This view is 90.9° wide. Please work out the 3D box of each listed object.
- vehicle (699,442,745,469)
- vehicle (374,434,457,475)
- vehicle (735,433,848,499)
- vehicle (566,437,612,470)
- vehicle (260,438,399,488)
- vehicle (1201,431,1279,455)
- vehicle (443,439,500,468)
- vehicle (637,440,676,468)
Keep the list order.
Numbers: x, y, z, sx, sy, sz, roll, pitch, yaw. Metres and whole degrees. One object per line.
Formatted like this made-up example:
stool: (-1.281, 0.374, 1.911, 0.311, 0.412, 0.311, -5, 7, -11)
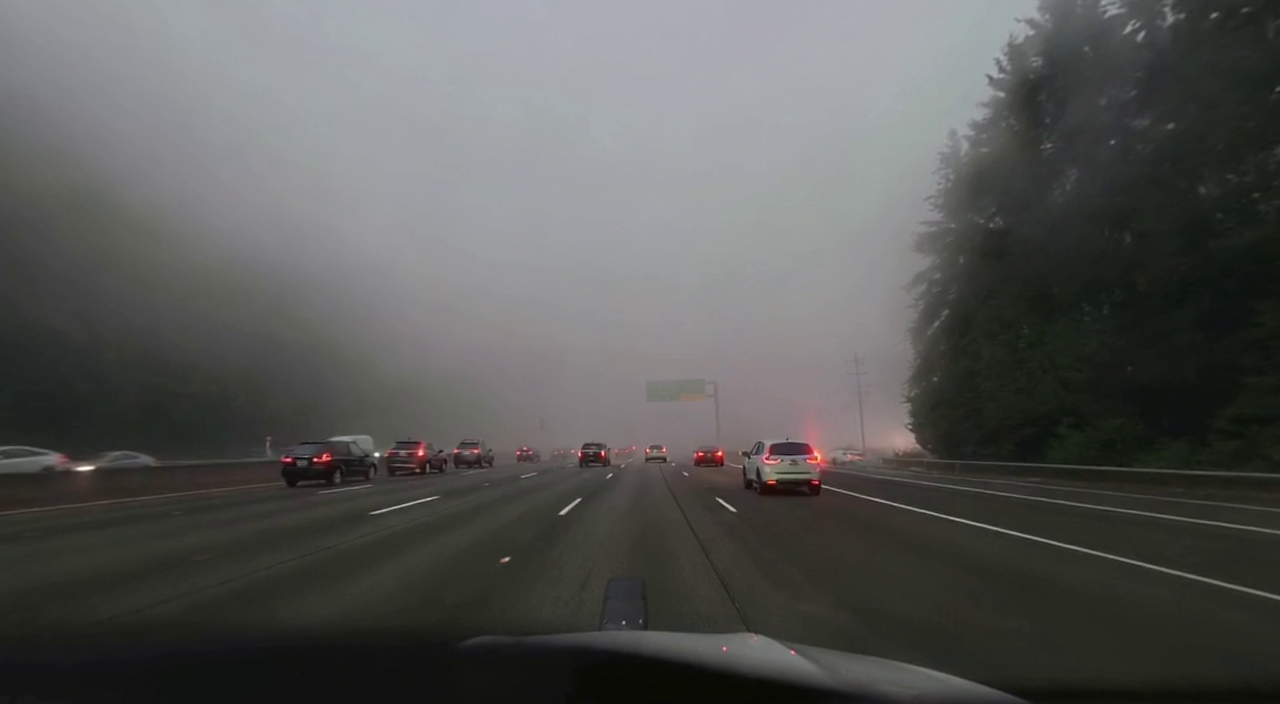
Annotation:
vehicle: (4.621, 5.919, 36.312, 2.022, 1.472, 4.678, 0, -8, 0)
vehicle: (-10.448, 4.806, 29.732, 2.083, 1.776, 4.721, 0, -8, 1)
vehicle: (4.001, 3.088, 17.502, 2.036, 1.580, 4.360, 0, -8, 0)
vehicle: (-2.874, 5.876, 36.681, 2.133, 1.775, 4.530, 0, -8, 2)
vehicle: (-10.429, 3.757, 21.728, 2.181, 1.512, 4.889, 0, -8, 2)
vehicle: (37.441, 5.660, 39.198, 3.438, 1.426, 1.793, 0, -8, -5)
vehicle: (-10.344, 6.258, 39.077, 2.137, 1.690, 4.630, 0, -8, 1)
vehicle: (0.971, 6.101, 37.800, 2.220, 1.575, 4.332, 0, -8, 1)
